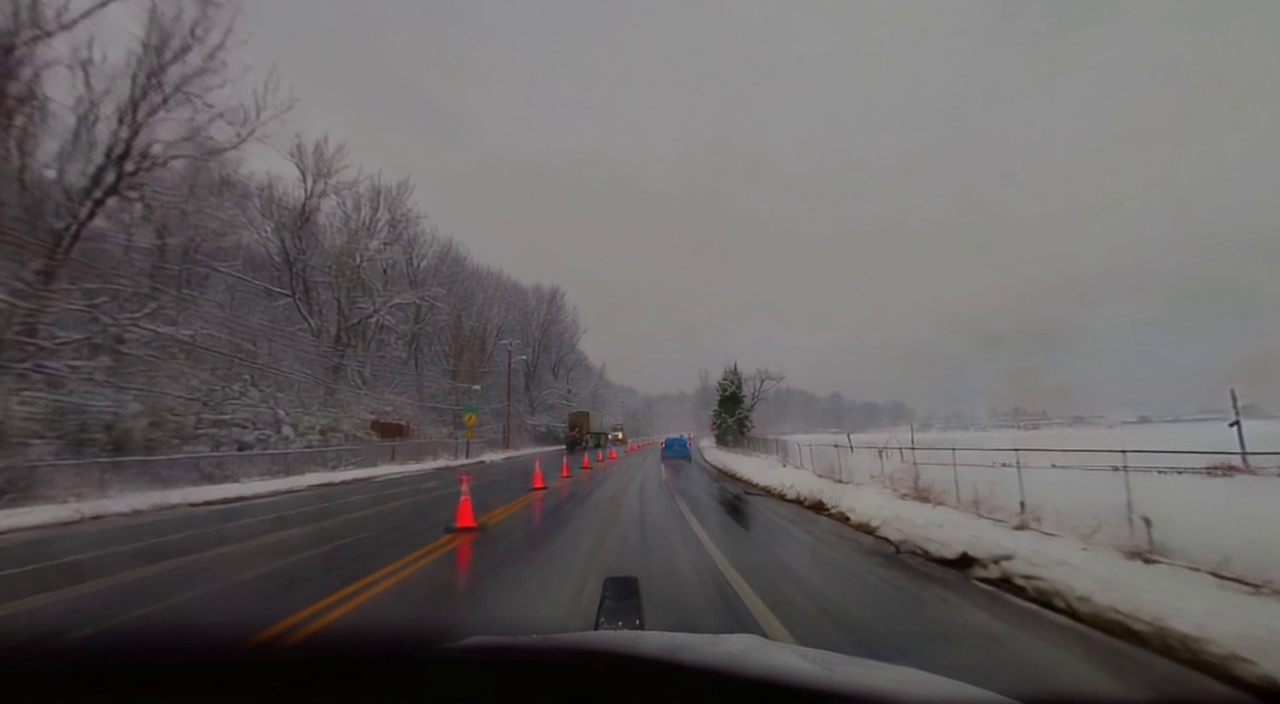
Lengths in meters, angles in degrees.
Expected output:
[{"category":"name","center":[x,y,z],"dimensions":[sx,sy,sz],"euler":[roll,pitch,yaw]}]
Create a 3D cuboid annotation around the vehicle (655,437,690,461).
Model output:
[{"category":"vehicle","center":[2.093,6.307,40.996],"dimensions":[2.172,1.486,3.581],"euler":[-1,-9,3]}]
